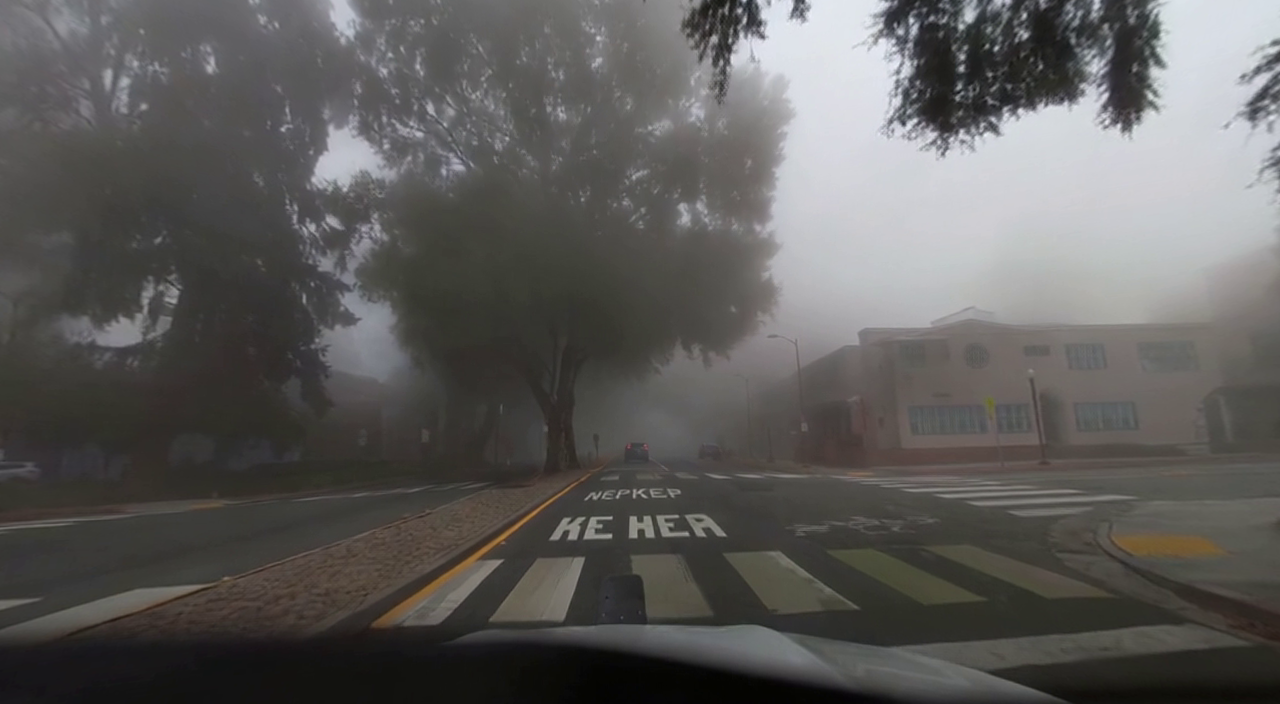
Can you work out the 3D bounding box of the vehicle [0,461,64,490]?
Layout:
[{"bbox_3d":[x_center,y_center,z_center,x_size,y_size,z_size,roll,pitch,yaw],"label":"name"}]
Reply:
[{"bbox_3d":[-36.919,7.271,37.342,1.871,1.523,4.028,0,-9,1],"label":"vehicle"}]
